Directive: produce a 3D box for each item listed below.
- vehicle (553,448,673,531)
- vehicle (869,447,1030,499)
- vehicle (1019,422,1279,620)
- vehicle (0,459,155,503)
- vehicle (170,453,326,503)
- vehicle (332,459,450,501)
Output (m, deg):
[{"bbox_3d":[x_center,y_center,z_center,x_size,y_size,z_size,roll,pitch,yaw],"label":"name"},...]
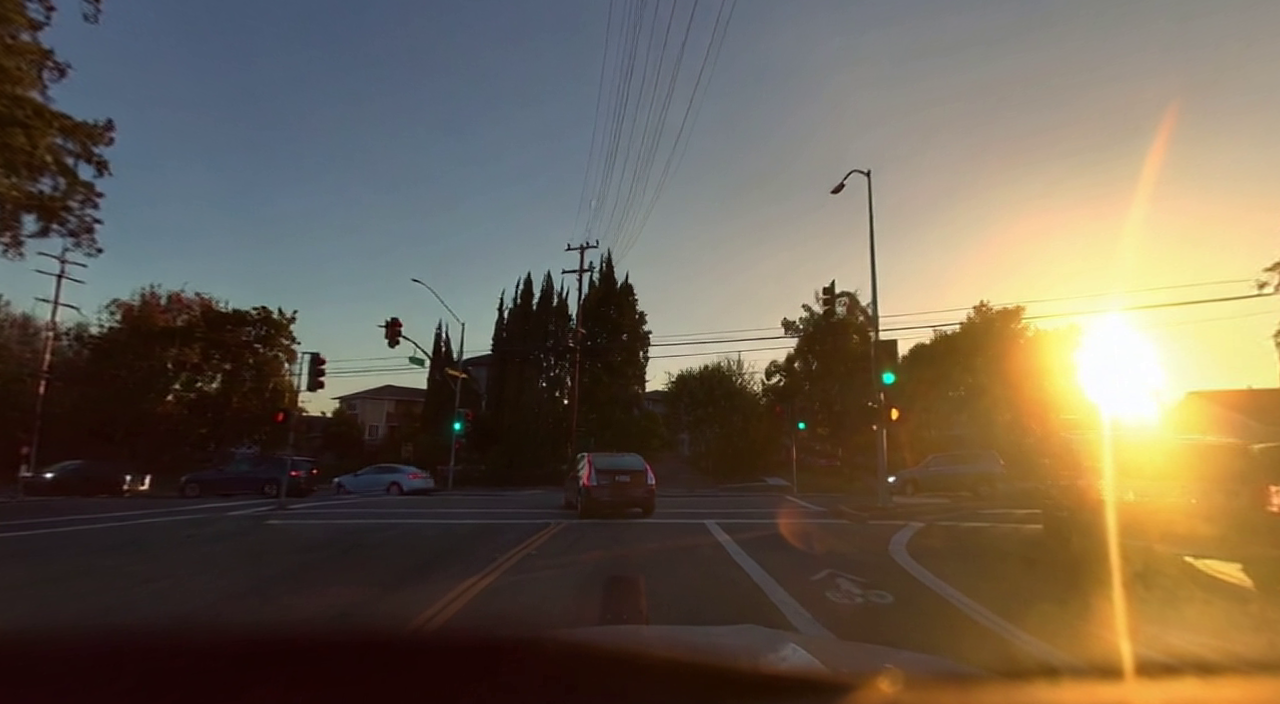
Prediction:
[{"bbox_3d":[-0.805,2.956,14.278,2.078,1.506,4.512,2,-8,-11],"label":"vehicle"},{"bbox_3d":[10.827,4.255,22.414,4.600,1.722,2.074,-1,-8,6],"label":"vehicle"},{"bbox_3d":[6.360,1.816,7.822,1.969,1.738,4.515,-3,-9,21],"label":"vehicle"},{"bbox_3d":[-21.356,4.833,23.854,4.736,1.475,1.921,-1,-8,9],"label":"vehicle"},{"bbox_3d":[-14.124,4.522,22.864,4.485,1.625,1.980,-1,-8,9],"label":"vehicle"},{"bbox_3d":[-10.378,5.275,26.300,4.343,1.492,2.063,-4,-9,24],"label":"vehicle"}]
